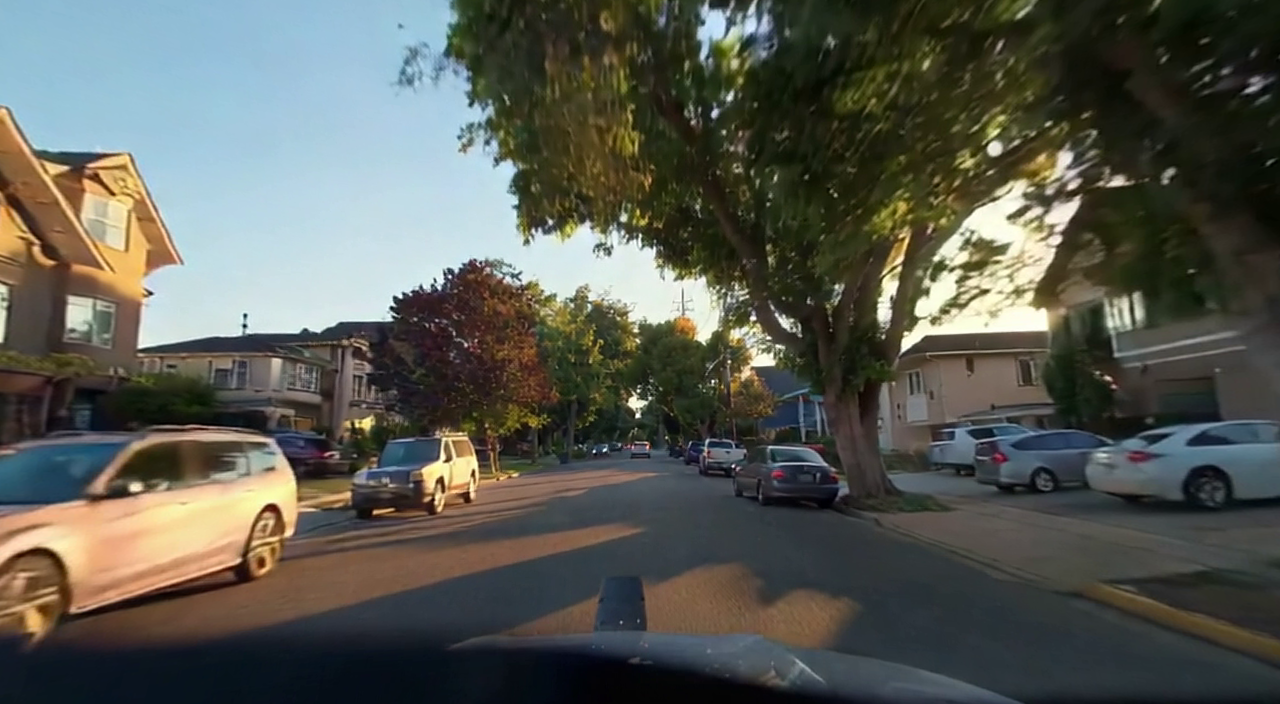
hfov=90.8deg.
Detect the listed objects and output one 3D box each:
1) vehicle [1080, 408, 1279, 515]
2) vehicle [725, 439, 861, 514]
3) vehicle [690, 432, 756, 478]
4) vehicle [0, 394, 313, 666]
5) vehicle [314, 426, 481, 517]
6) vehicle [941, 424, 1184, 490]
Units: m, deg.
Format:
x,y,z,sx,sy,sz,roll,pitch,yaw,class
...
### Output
x,y,z,sx,sy,sz,roll,pitch,yaw,class
11.420,1.928,11.814,4.776,1.602,1.968,-4,-7,0,vehicle
3.415,2.879,15.197,2.008,1.482,4.891,0,-8,-1,vehicle
3.563,4.577,28.295,2.280,1.820,5.001,0,-8,0,vehicle
-5.341,1.333,5.633,2.275,1.781,4.682,0,-7,1,vehicle
-5.203,2.629,14.304,2.103,1.731,4.197,0,-9,0,vehicle
10.743,2.700,16.391,4.739,1.576,2.086,0,-9,1,vehicle
